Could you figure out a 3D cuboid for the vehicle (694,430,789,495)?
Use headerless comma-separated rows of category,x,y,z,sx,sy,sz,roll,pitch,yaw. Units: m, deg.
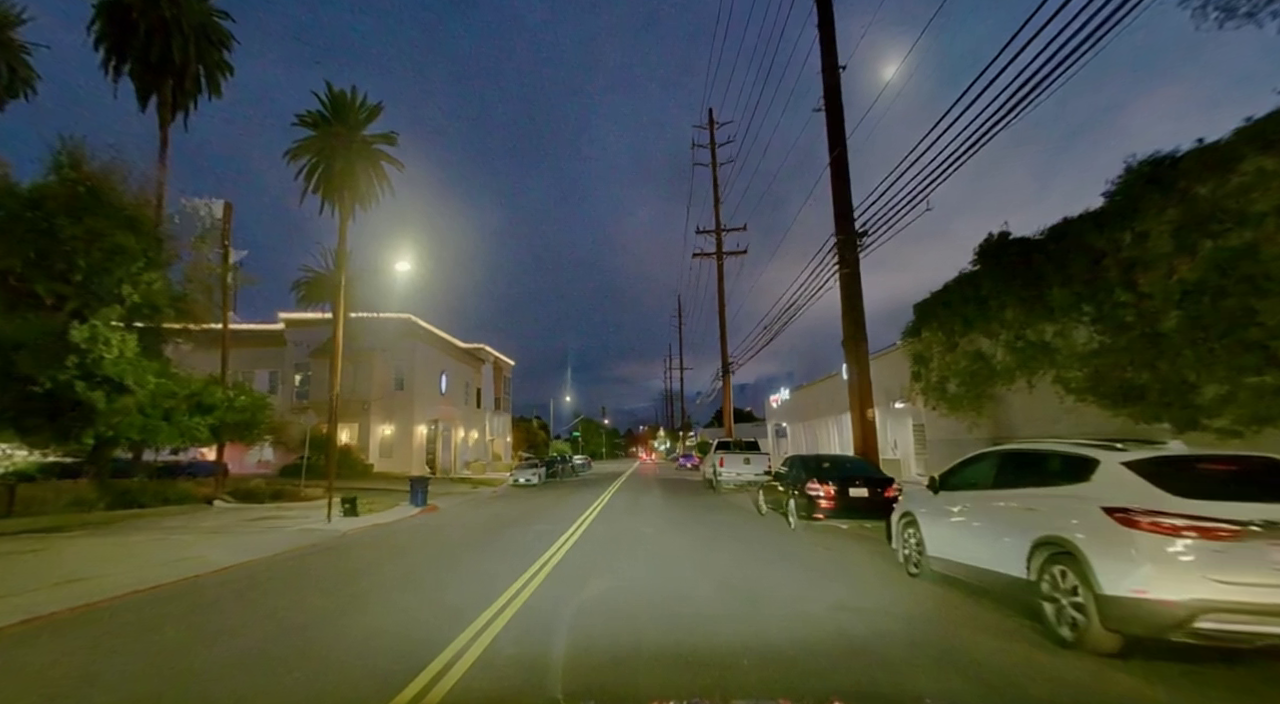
vehicle,3.632,4.134,24.021,2.485,2.123,6.029,0,-8,-1

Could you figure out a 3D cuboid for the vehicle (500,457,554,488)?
vehicle,-6.001,6.435,34.030,1.982,1.453,4.577,0,-8,1

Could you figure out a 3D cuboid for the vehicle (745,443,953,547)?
vehicle,3.530,2.490,11.844,2.060,1.513,4.741,0,-8,-3

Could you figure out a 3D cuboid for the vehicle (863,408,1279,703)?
vehicle,3.672,1.346,4.921,1.961,1.546,4.857,0,-8,-2
